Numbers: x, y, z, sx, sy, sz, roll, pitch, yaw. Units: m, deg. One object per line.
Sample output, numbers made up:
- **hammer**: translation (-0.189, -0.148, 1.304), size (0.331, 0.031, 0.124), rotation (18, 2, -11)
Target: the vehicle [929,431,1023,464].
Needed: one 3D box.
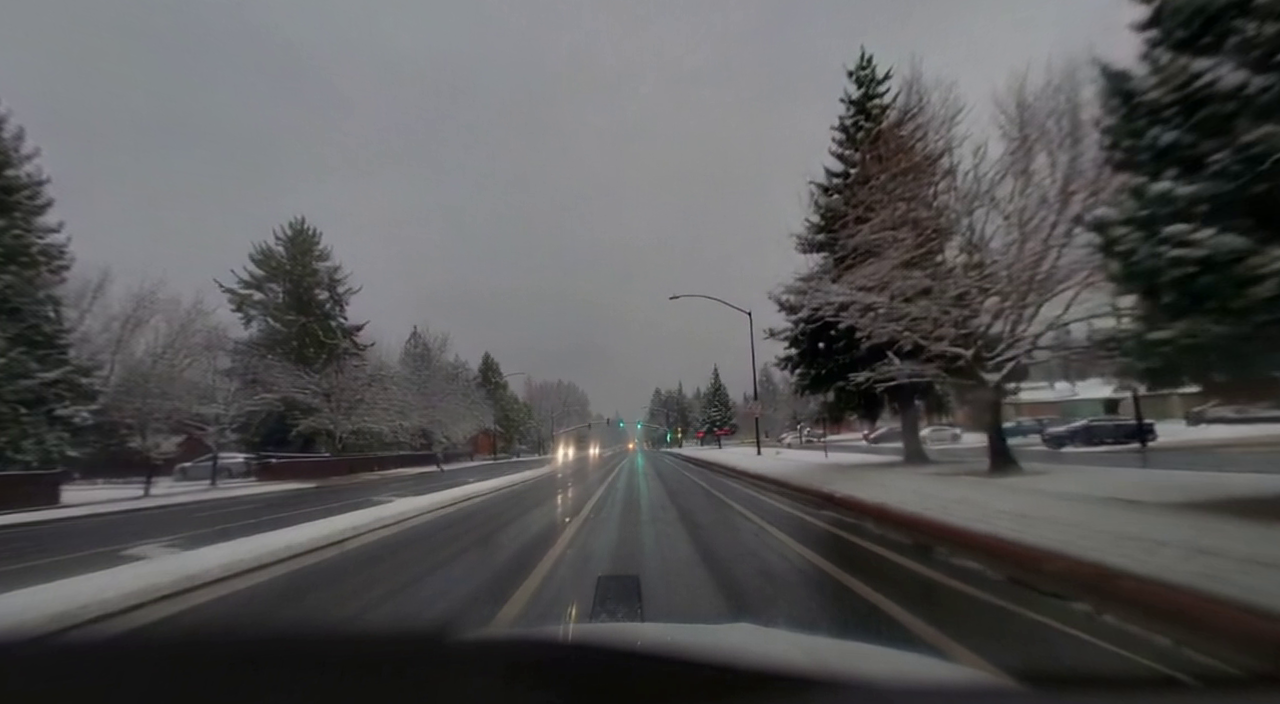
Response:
- **vehicle**: translation (16.015, 4.593, 30.443), size (1.849, 1.415, 4.801), rotation (0, -9, 0)

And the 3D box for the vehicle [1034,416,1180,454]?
- **vehicle**: translation (22.489, 4.024, 30.614), size (5.268, 1.720, 2.149), rotation (-1, -9, 1)

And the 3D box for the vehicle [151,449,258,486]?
- **vehicle**: translation (-24.666, 6.543, 35.878), size (4.715, 1.451, 1.863), rotation (-5, -3, -3)

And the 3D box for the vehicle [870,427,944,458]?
- **vehicle**: translation (15.655, 5.380, 37.399), size (2.106, 1.670, 5.008), rotation (0, -9, -1)
